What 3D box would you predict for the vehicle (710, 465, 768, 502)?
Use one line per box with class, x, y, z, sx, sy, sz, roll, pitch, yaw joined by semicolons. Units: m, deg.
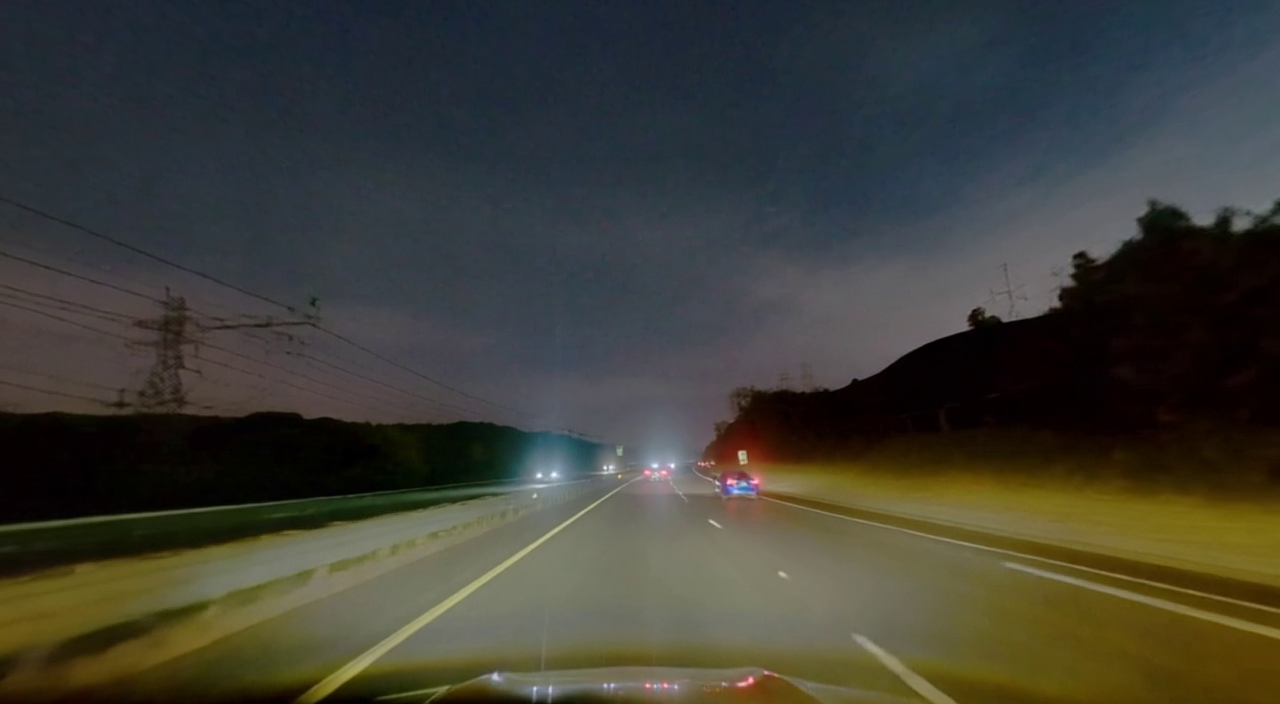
vehicle;4.500;6.042;29.122;1.985;1.521;3.904;1;-10;-1
